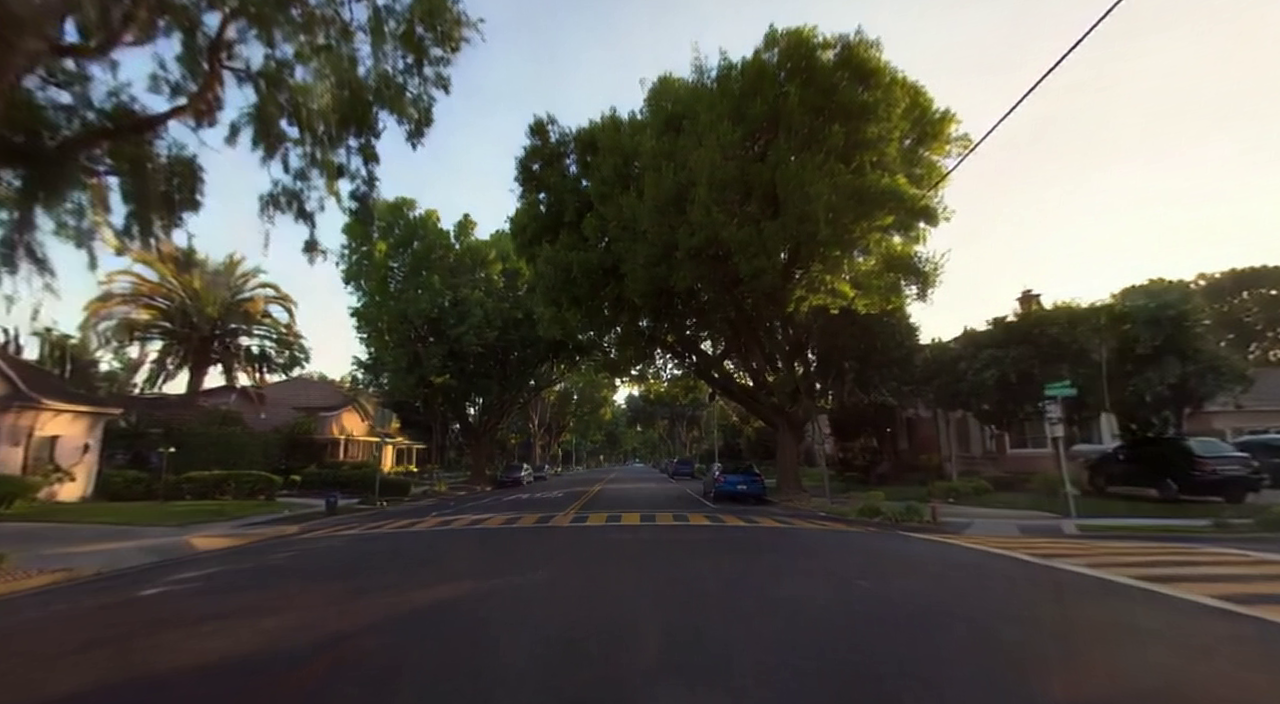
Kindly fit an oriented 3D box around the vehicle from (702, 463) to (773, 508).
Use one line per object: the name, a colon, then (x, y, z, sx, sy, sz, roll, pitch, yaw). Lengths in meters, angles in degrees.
vehicle: (3.708, 5.173, 24.903, 1.961, 1.472, 4.434, 0, -9, -2)
